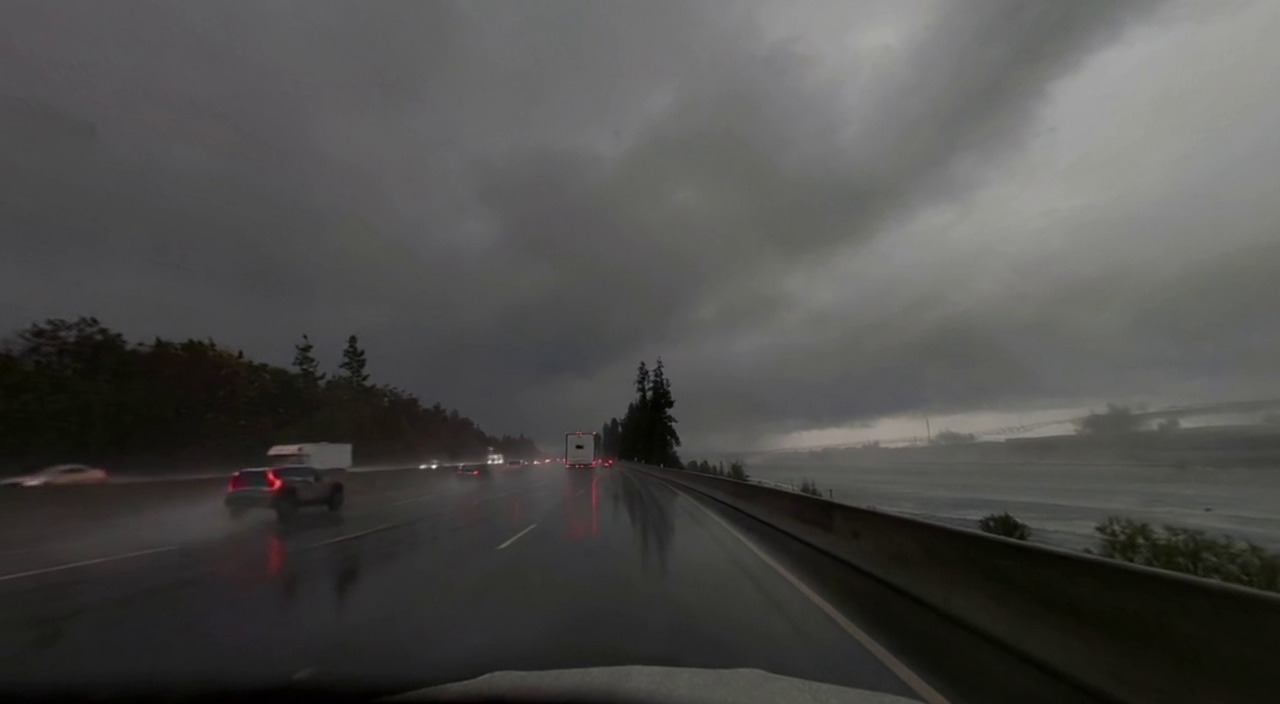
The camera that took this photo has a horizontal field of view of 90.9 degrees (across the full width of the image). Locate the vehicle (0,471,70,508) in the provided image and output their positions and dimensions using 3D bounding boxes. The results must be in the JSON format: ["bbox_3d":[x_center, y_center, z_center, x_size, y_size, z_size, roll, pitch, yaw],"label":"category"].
[{"bbox_3d":[-28.436,6.110,27.987,1.854,1.500,4.763,0,-9,-2],"label":"vehicle"}]

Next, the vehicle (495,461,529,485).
[{"bbox_3d":[-8.955,8.488,44.245,1.778,1.560,3.030,0,-9,-2],"label":"vehicle"}]

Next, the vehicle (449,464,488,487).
[{"bbox_3d":[-13.019,9.361,48.026,1.872,1.536,4.134,0,-9,-1],"label":"vehicle"}]

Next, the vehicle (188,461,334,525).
[{"bbox_3d":[-12.333,4.576,20.964,2.005,1.774,4.610,0,-9,0],"label":"vehicle"}]
